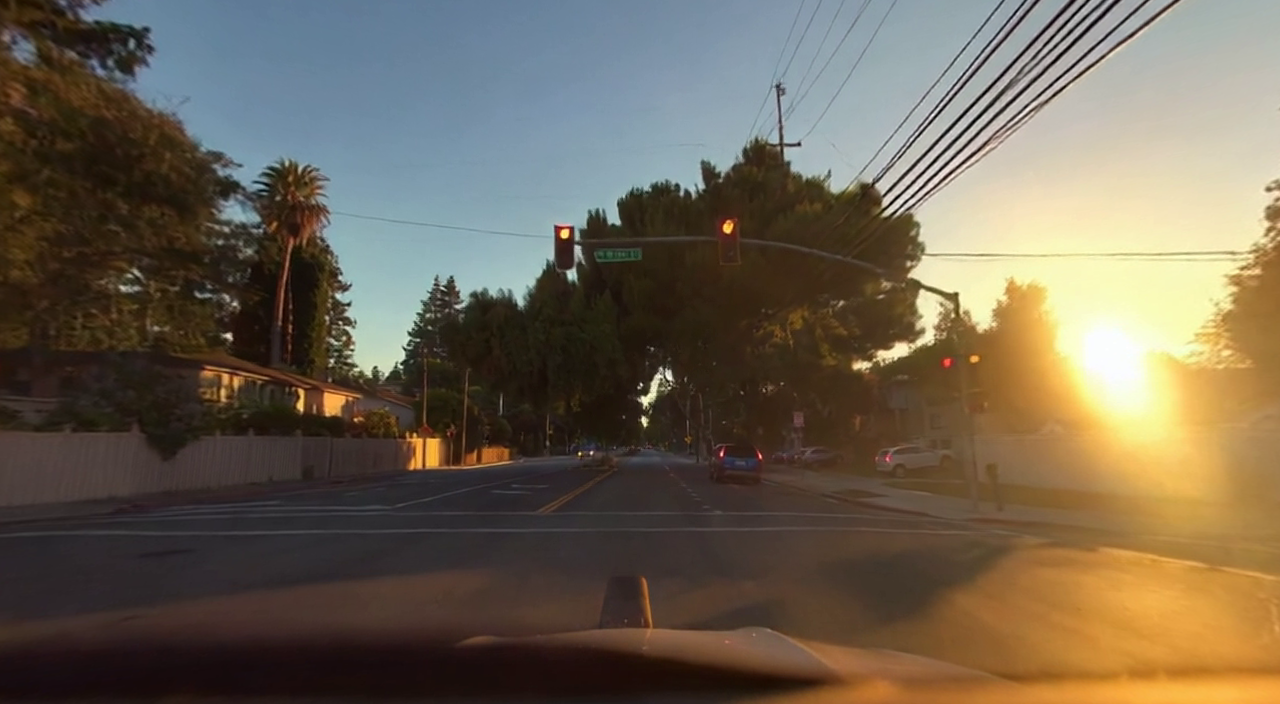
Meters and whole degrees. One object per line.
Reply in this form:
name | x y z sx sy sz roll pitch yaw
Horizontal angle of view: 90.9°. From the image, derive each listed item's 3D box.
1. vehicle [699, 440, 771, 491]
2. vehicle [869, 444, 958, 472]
vehicle | 3.705 4.534 25.546 2.144 1.843 4.827 0 -9 -1
vehicle | 15.456 6.003 35.802 4.135 1.558 1.929 0 -8 2
